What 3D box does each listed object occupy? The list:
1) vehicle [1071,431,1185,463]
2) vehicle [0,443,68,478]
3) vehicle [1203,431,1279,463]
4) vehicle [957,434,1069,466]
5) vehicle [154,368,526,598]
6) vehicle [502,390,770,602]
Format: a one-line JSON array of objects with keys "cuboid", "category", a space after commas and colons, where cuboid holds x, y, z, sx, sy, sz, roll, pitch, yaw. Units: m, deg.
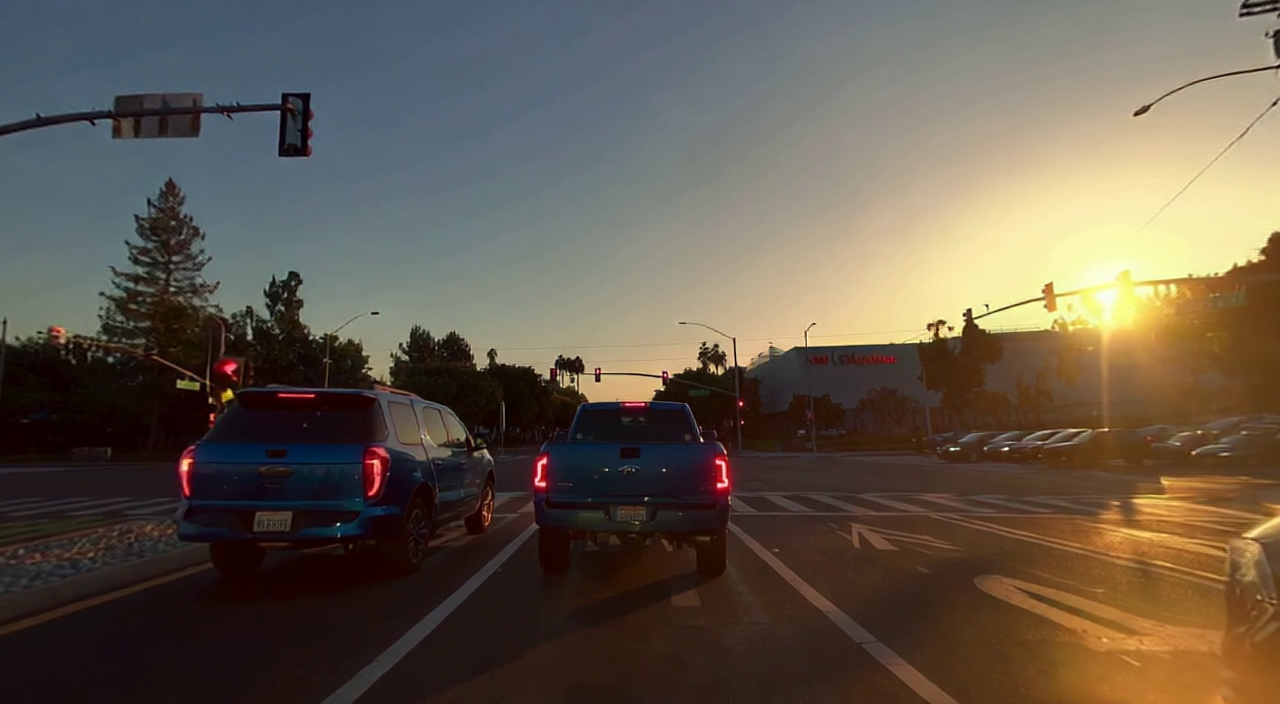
[{"cuboid": [27.944, 5.423, 36.041, 4.849, 1.759, 2.041, 0, -8, -2], "category": "vehicle"}, {"cuboid": [-32.168, 5.456, 31.699, 4.406, 1.682, 2.040, 0, -8, -2], "category": "vehicle"}, {"cuboid": [36.073, 5.519, 36.510, 4.714, 1.754, 2.041, 0, -8, -2], "category": "vehicle"}, {"cuboid": [19.314, 5.068, 32.597, 4.624, 1.601, 1.871, 0, -8, -3], "category": "vehicle"}, {"cuboid": [-2.968, 1.451, 7.786, 2.220, 1.926, 4.870, 0, -8, -1], "category": "vehicle"}, {"cuboid": [-0.060, 1.531, 7.609, 2.204, 1.738, 4.690, 0, -8, -1], "category": "vehicle"}]
